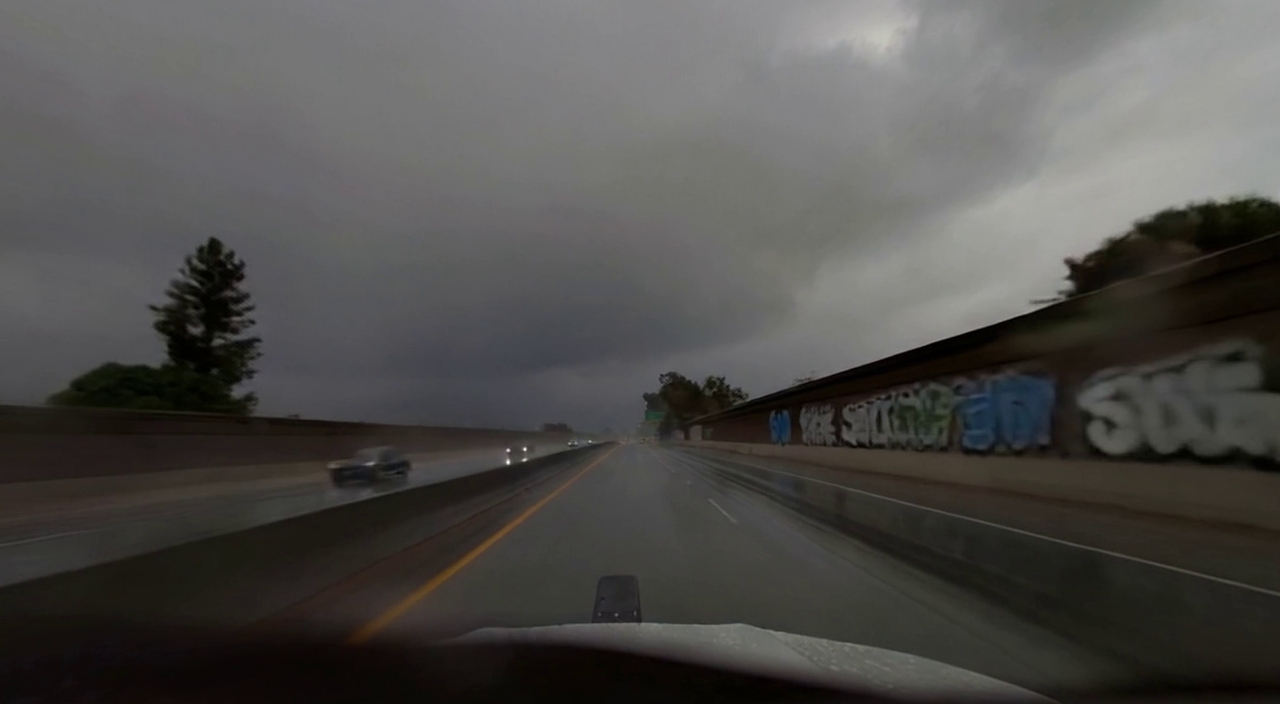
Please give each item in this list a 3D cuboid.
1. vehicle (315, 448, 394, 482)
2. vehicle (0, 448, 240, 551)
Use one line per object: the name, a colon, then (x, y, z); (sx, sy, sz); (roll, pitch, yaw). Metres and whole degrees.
vehicle: (-13.807, 5.449, 30.772); (1.883, 1.438, 4.378); (0, -8, -1)
vehicle: (-9.061, 2.414, 10.968); (1.844, 1.426, 3.534); (0, -8, 0)
